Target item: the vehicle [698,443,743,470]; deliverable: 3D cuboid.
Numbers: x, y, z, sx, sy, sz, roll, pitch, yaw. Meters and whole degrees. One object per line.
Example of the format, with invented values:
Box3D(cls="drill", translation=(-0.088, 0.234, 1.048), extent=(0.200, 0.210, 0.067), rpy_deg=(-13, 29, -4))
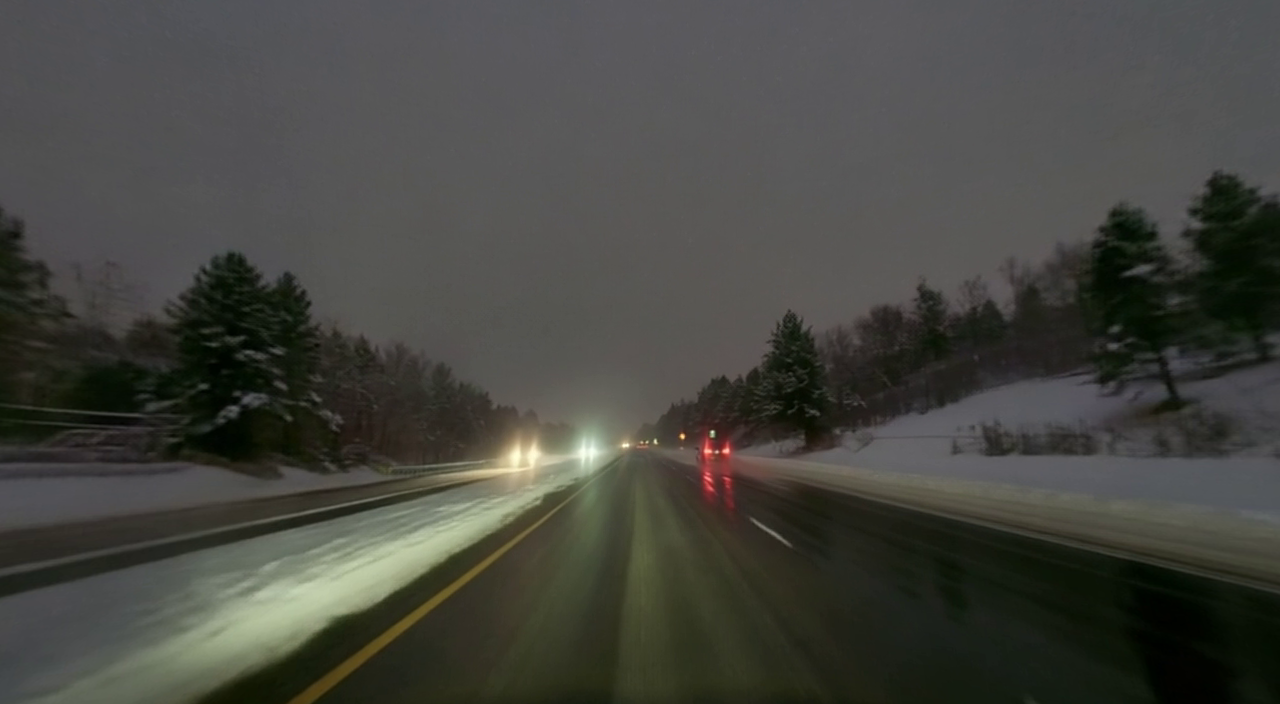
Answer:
Box3D(cls="vehicle", translation=(4.443, 5.857, 35.304), extent=(1.923, 1.408, 3.835), rpy_deg=(0, -9, -1))
